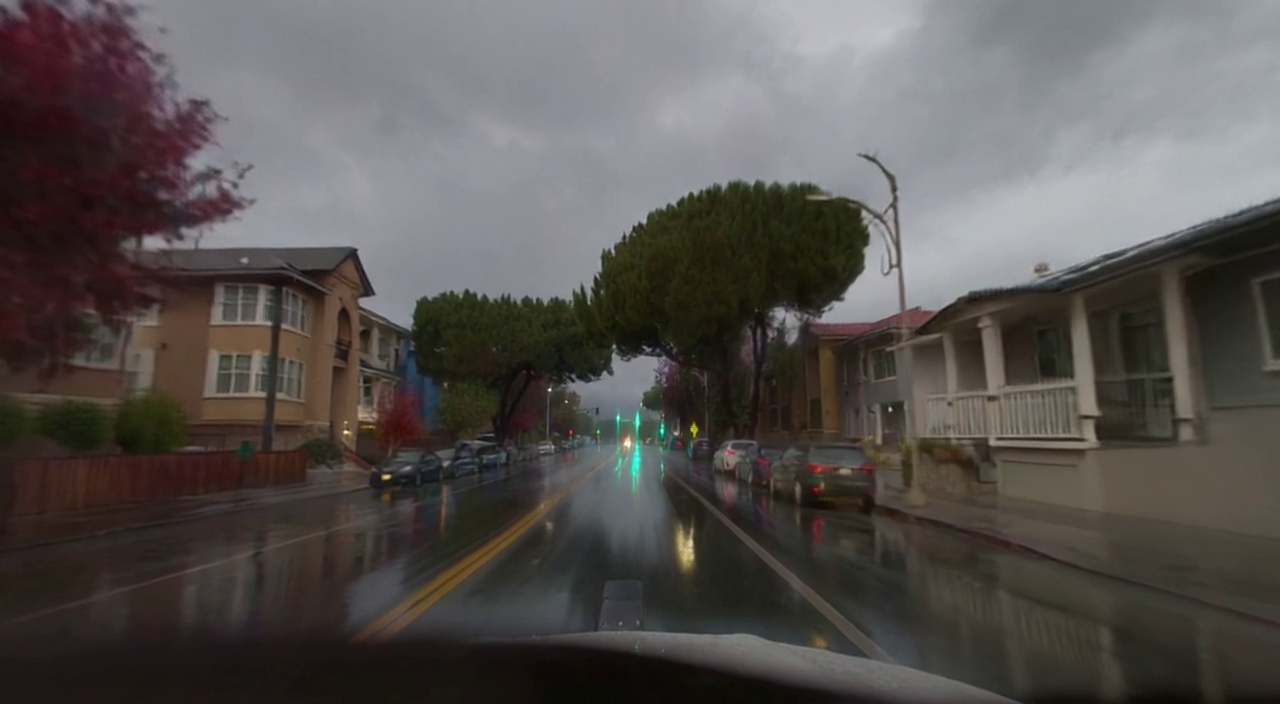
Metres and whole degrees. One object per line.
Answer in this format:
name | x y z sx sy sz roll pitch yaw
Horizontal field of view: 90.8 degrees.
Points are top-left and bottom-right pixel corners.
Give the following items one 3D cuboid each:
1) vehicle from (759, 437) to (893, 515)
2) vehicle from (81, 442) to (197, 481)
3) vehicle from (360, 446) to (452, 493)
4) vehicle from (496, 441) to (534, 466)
vehicle | 4.135 2.796 14.746 1.845 1.556 3.929 0 -8 -1
vehicle | -20.475 4.453 26.034 1.800 1.475 3.604 0 -8 -1
vehicle | -8.175 4.114 22.472 1.852 1.482 3.916 -1 -9 -2
vehicle | -8.311 6.761 42.344 1.883 1.565 3.655 -2 -8 -1
